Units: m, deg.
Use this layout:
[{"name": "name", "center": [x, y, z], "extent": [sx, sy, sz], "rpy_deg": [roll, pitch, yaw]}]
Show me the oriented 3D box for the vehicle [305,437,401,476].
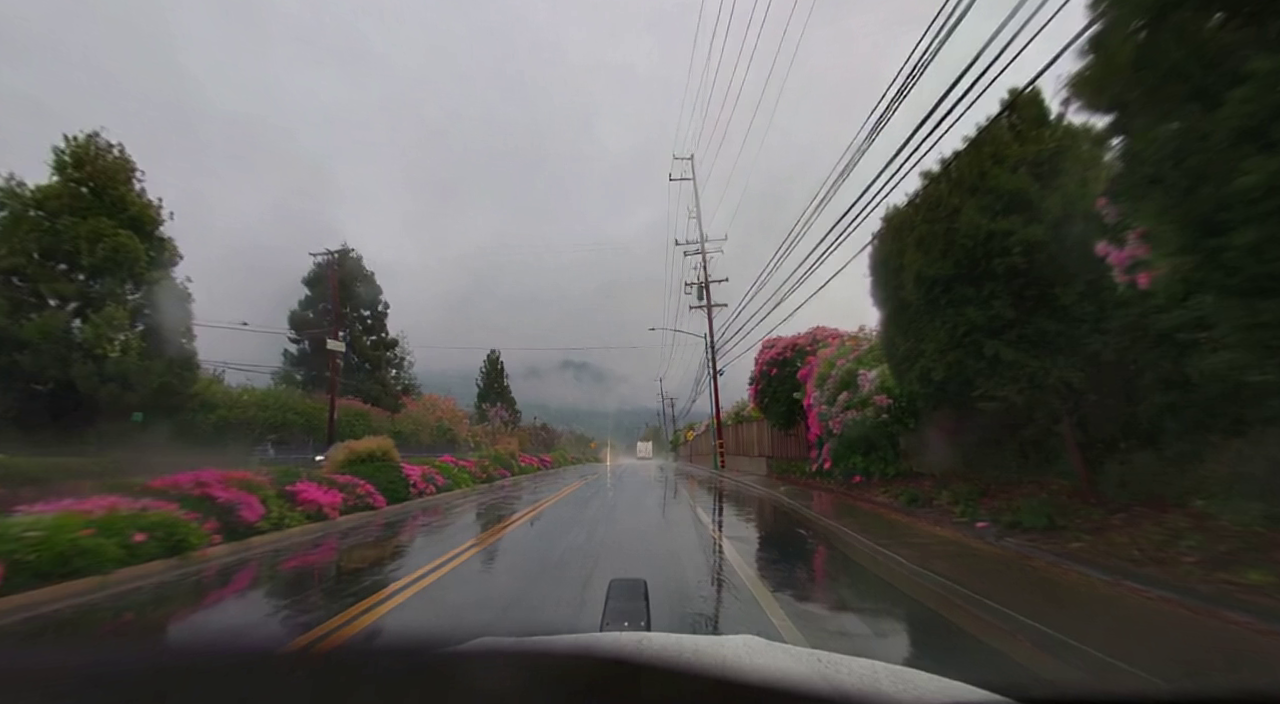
[{"name": "vehicle", "center": [-15.000, 5.502, 33.424], "extent": [2.266, 1.851, 5.789], "rpy_deg": [0, -8, 1]}]
